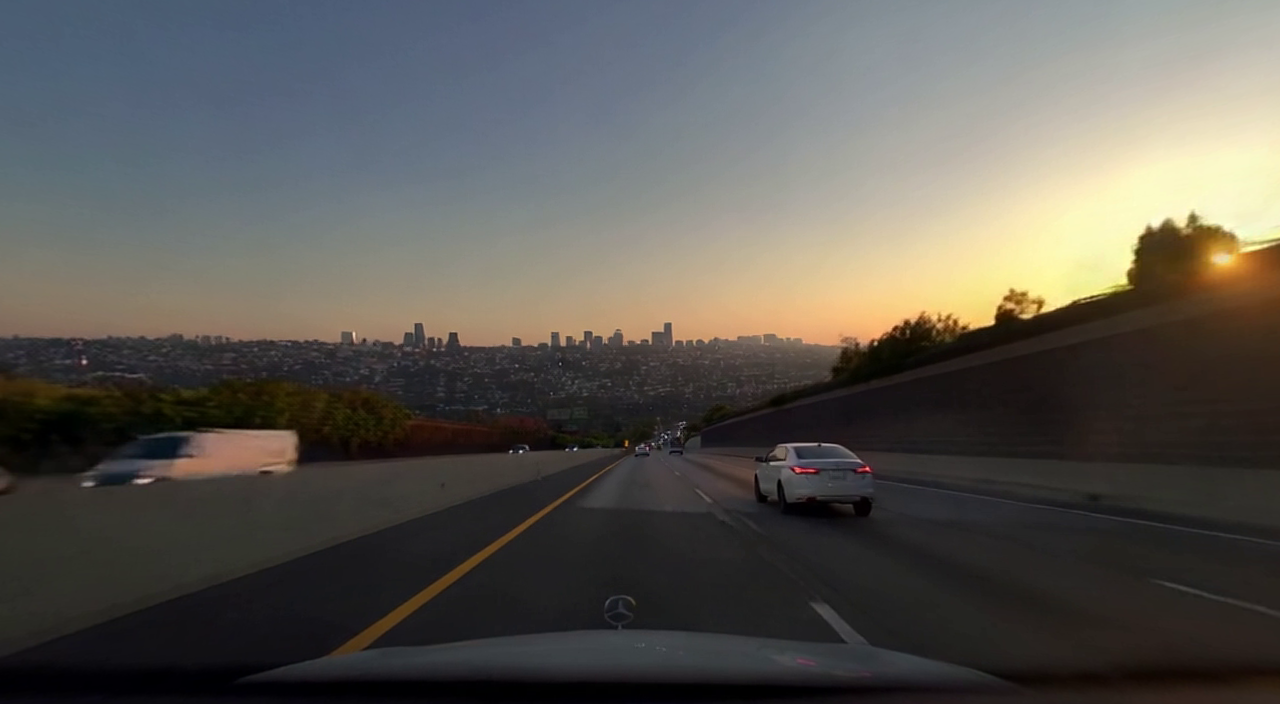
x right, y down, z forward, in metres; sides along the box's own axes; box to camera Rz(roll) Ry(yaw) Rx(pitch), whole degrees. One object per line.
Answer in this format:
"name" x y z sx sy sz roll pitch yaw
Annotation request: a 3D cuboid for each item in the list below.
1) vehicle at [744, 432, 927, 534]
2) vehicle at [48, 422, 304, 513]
"vehicle" 3.378 2.346 12.006 1.982 1.533 4.612 0 -9 0
"vehicle" -12.103 3.058 17.266 2.452 2.045 5.769 0 -9 2
